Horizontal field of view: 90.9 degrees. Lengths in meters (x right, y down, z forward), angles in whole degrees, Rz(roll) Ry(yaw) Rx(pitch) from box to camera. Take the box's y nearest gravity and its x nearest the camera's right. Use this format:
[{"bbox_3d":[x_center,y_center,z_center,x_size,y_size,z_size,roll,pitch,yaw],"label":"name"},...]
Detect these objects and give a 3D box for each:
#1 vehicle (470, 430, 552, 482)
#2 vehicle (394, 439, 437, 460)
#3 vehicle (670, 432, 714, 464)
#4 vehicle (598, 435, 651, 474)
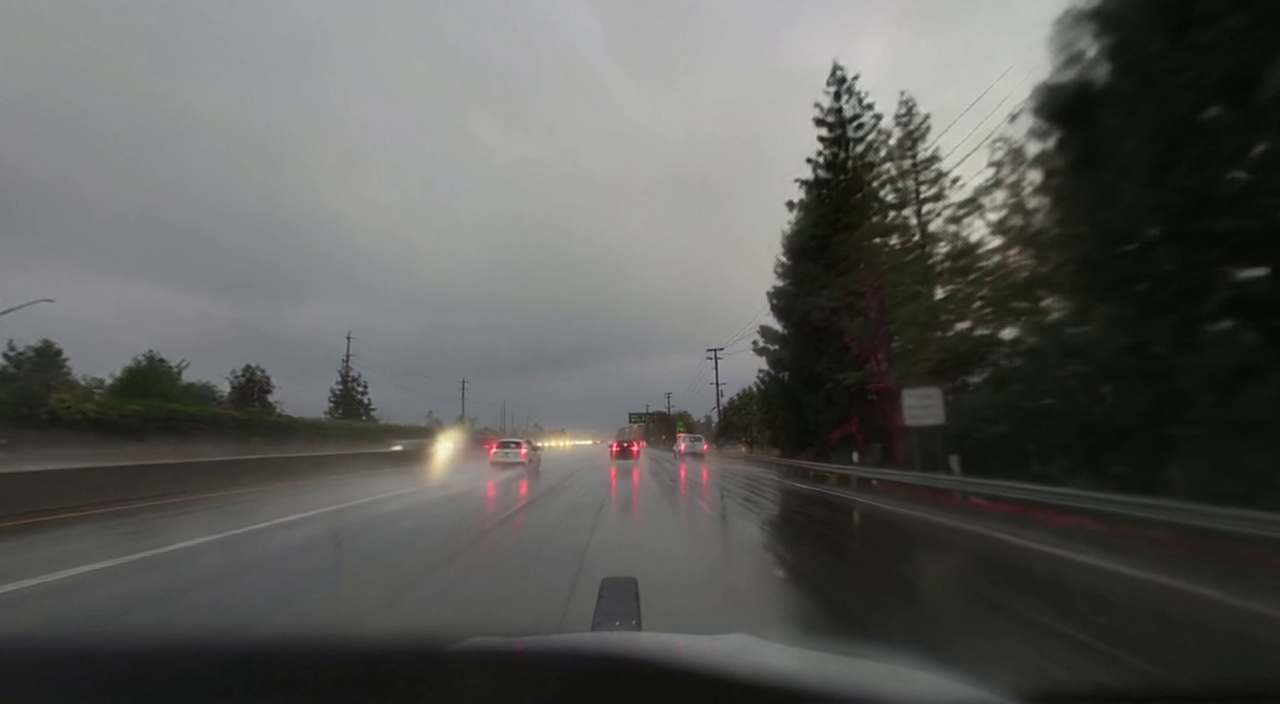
[{"bbox_3d":[-4.335,3.543,21.910,1.901,1.601,4.610,0,-8,0],"label":"vehicle"},{"bbox_3d":[-16.739,7.271,47.218,1.758,1.403,3.972,0,-8,-1],"label":"vehicle"},{"bbox_3d":[2.907,5.430,35.928,1.950,1.695,4.446,0,-8,-2],"label":"vehicle"},{"bbox_3d":[-0.633,4.229,26.382,2.086,1.488,3.440,0,-8,-1],"label":"vehicle"}]
